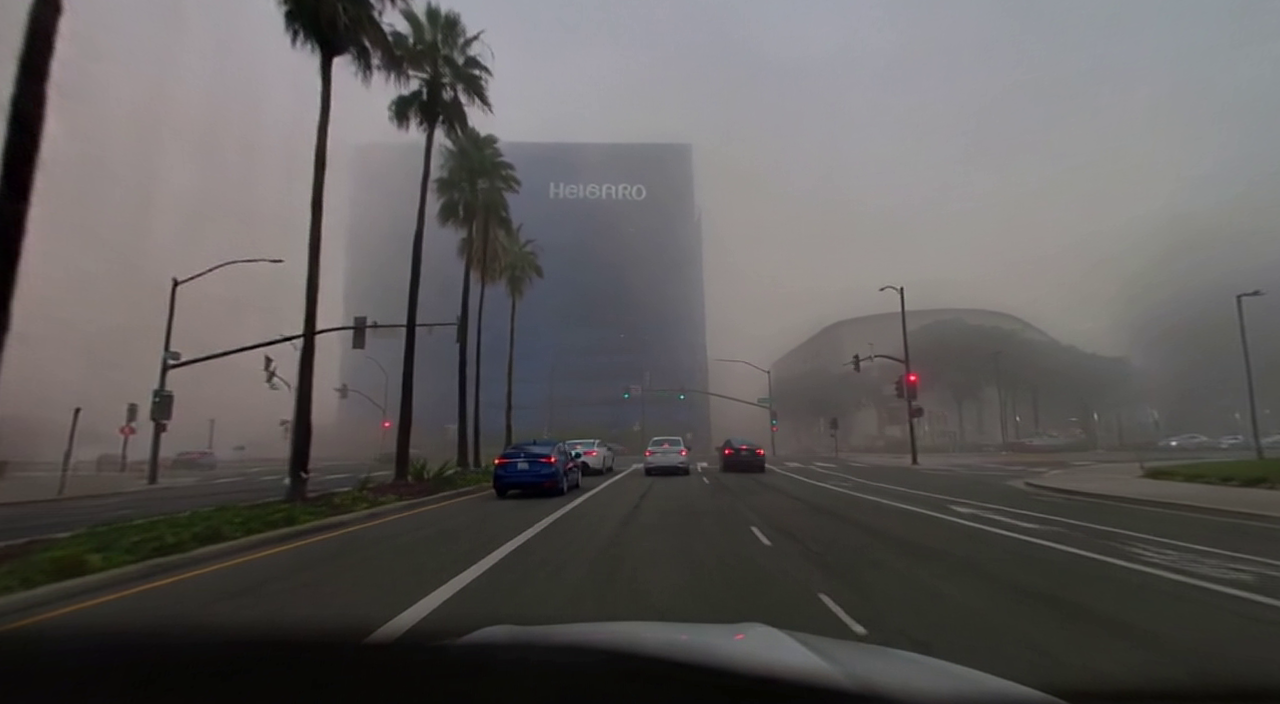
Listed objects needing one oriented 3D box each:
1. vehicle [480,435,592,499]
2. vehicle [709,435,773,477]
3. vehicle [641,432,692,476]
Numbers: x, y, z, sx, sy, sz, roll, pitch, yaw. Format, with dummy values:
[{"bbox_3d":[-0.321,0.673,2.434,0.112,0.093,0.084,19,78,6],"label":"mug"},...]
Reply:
[{"bbox_3d":[-2.631,3.061,17.204,1.962,1.480,4.605,-1,-9,4],"label":"vehicle"},{"bbox_3d":[4.016,4.219,25.806,1.936,1.567,3.896,0,-9,0],"label":"vehicle"},{"bbox_3d":[1.146,4.408,27.515,2.060,1.730,4.257,-1,-9,2],"label":"vehicle"}]
